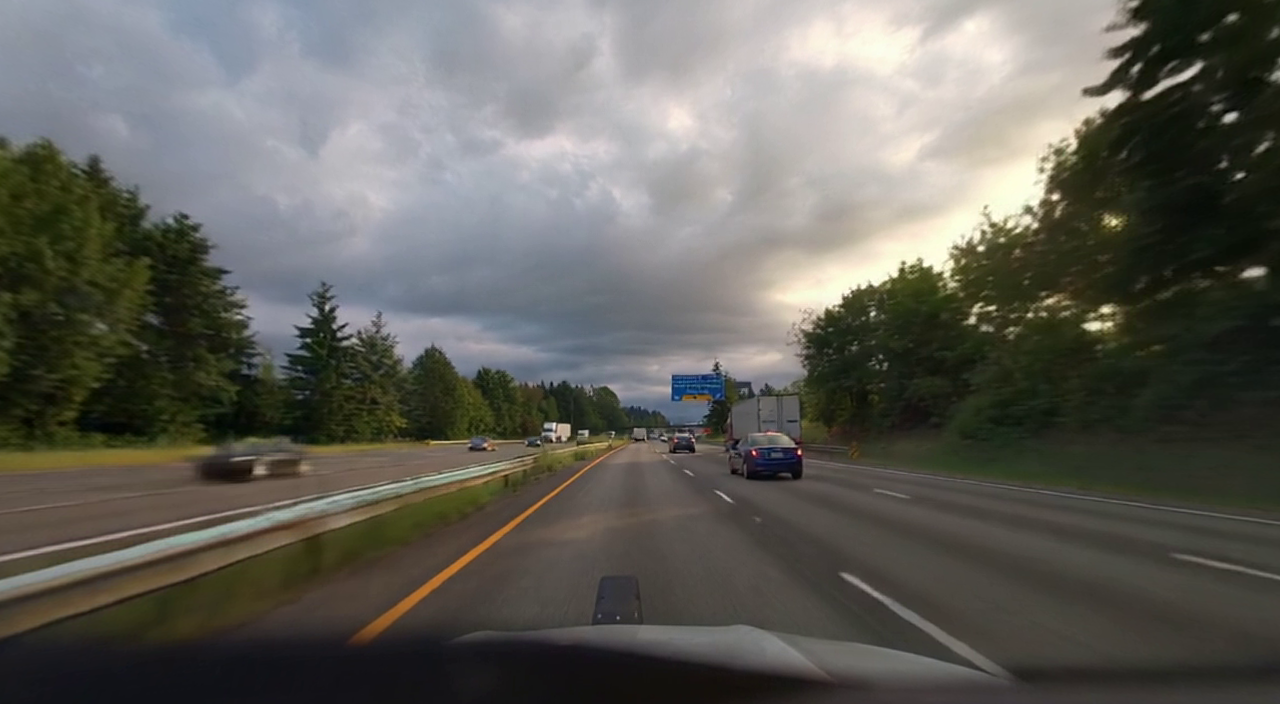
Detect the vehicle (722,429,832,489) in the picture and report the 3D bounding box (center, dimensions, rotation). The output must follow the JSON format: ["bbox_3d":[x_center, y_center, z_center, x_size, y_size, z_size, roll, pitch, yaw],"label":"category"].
[{"bbox_3d":[3.766,3.013,18.203,1.986,1.501,4.529,0,-8,-2],"label":"vehicle"}]

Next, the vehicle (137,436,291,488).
[{"bbox_3d":[-13.116,3.369,19.806,1.755,1.420,4.471,0,-8,0],"label":"vehicle"}]

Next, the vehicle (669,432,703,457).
[{"bbox_3d":[3.306,6.727,46.079,2.011,1.672,4.415,0,-8,-2],"label":"vehicle"}]
